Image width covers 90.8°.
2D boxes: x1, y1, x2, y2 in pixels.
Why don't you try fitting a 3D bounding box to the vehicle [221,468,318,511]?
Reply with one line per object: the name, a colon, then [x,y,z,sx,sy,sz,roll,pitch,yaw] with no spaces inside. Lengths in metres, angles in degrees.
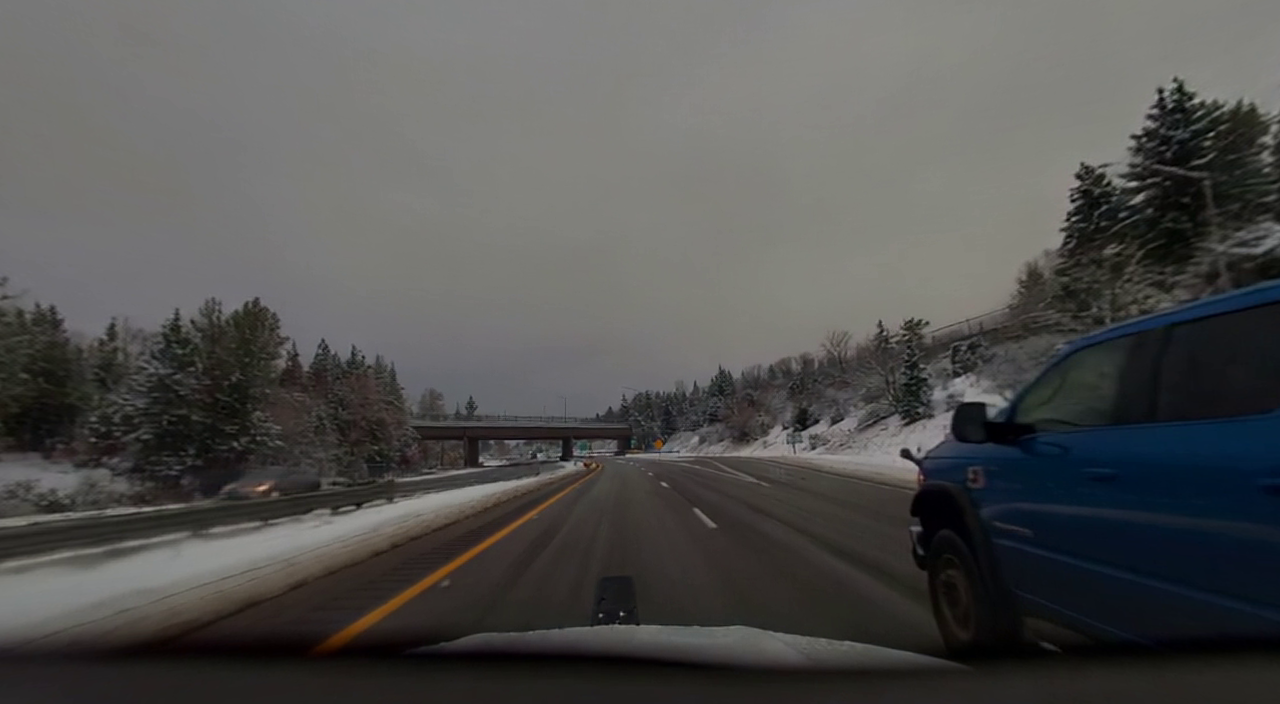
vehicle: [-22.196,8.208,38.249,2.573,1.976,5.651,-5,-9,-1]
